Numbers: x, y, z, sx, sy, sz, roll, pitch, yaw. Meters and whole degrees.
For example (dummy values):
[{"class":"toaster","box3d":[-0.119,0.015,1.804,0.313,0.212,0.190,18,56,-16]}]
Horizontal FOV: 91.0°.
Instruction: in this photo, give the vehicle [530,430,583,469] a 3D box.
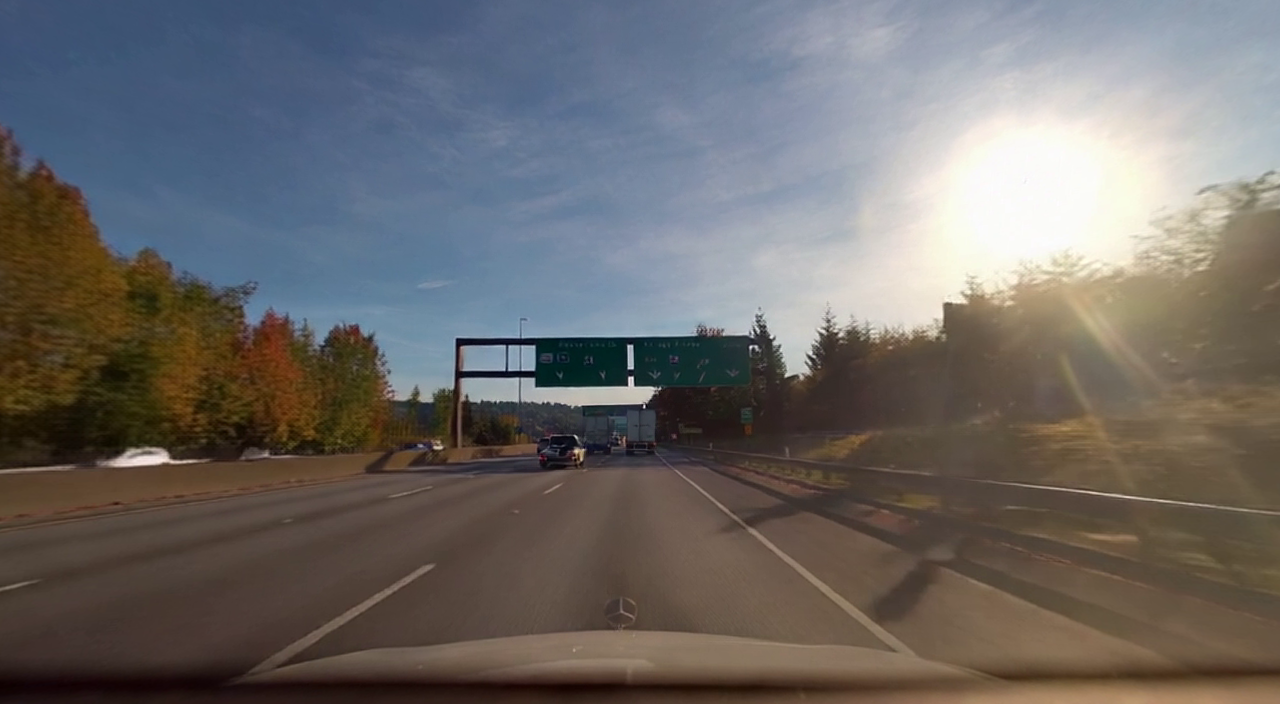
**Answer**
[{"class":"vehicle","box3d":[-4.202,4.986,32.412,2.127,1.839,4.984,0,-8,-1]}]

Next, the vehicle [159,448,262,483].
[{"class":"vehicle","box3d":[-19.312,5.097,28.547,1.748,1.418,4.136,0,-8,-1]}]

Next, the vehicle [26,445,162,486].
[{"class":"vehicle","box3d":[-23.466,4.854,27.339,1.883,1.593,4.450,0,-8,0]}]
